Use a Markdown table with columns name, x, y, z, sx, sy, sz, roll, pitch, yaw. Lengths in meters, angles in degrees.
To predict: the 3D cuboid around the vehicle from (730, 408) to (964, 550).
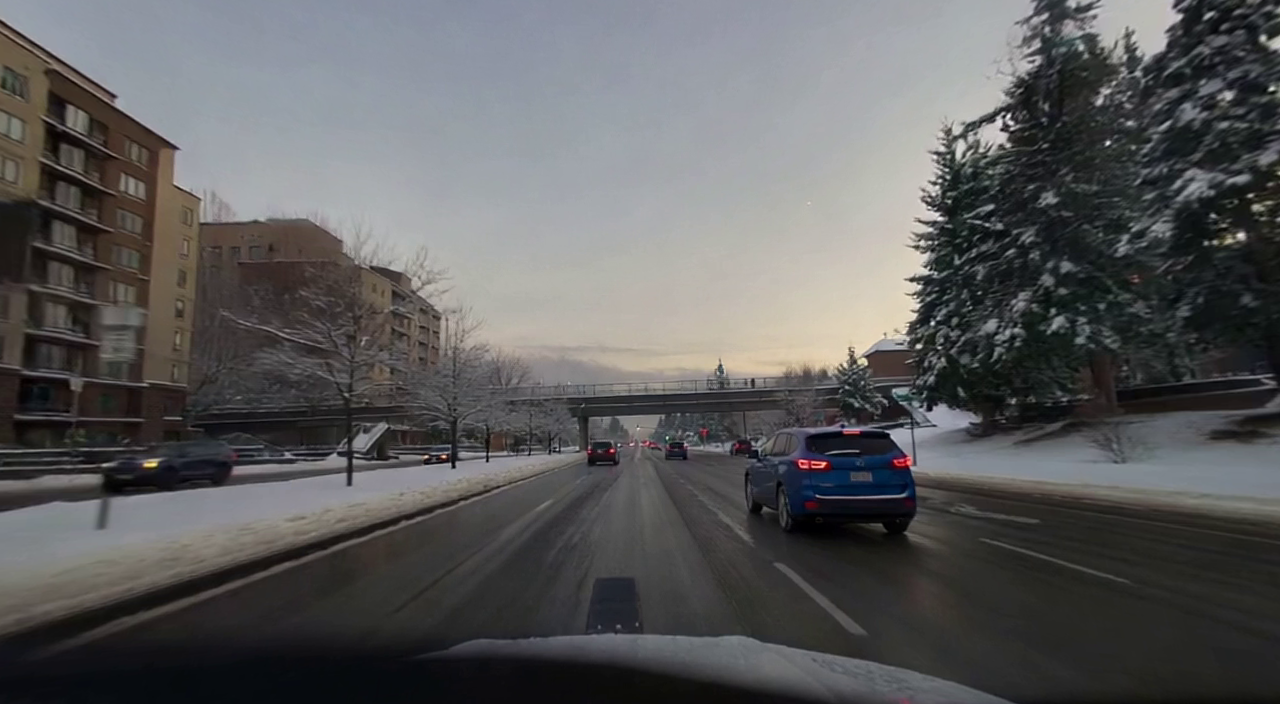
| name | x | y | z | sx | sy | sz | roll | pitch | yaw |
| --- | --- | --- | --- | --- | --- | --- | --- | --- | --- |
| vehicle | 2.910 | 1.920 | 10.247 | 2.130 | 1.741 | 4.665 | 0 | -8 | -1 |

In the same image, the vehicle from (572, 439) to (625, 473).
| name | x | y | z | sx | sy | sz | roll | pitch | yaw |
| --- | --- | --- | --- | --- | --- | --- | --- | --- | --- |
| vehicle | -1.924 | 5.035 | 30.794 | 2.173 | 1.498 | 4.528 | 0 | -8 | 1 |

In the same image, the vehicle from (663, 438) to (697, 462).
| name | x | y | z | sx | sy | sz | roll | pitch | yaw |
| --- | --- | --- | --- | --- | --- | --- | --- | --- | --- |
| vehicle | 2.988 | 7.430 | 48.097 | 2.165 | 1.708 | 3.928 | 0 | -8 | -2 |
